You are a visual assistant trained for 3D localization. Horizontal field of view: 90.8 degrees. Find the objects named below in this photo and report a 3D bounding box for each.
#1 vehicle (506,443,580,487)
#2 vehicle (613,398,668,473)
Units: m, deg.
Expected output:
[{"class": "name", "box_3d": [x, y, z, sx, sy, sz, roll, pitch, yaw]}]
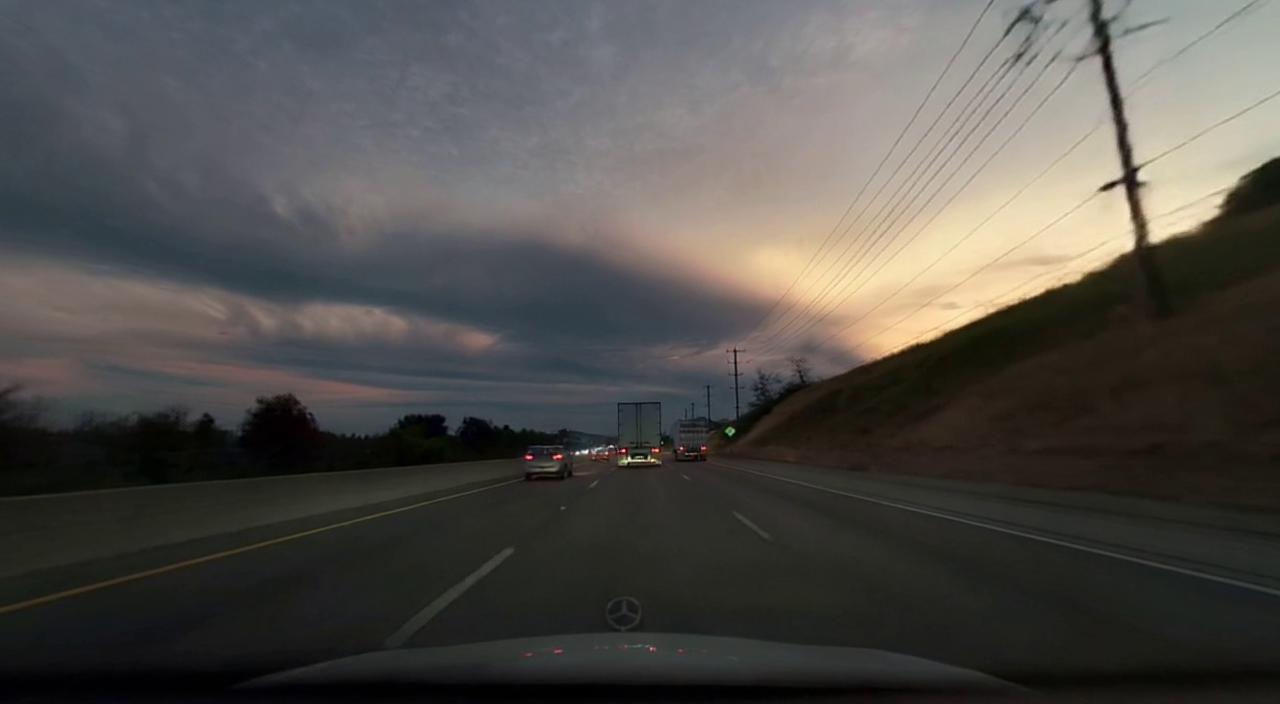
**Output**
[{"class": "vehicle", "box_3d": [-3.695, 4.383, 24.886, 2.128, 1.533, 4.694, 0, -9, 1]}, {"class": "vehicle", "box_3d": [0.081, 5.355, 39.712, 2.985, 4.025, 10.982, 0, -9, 1]}]
